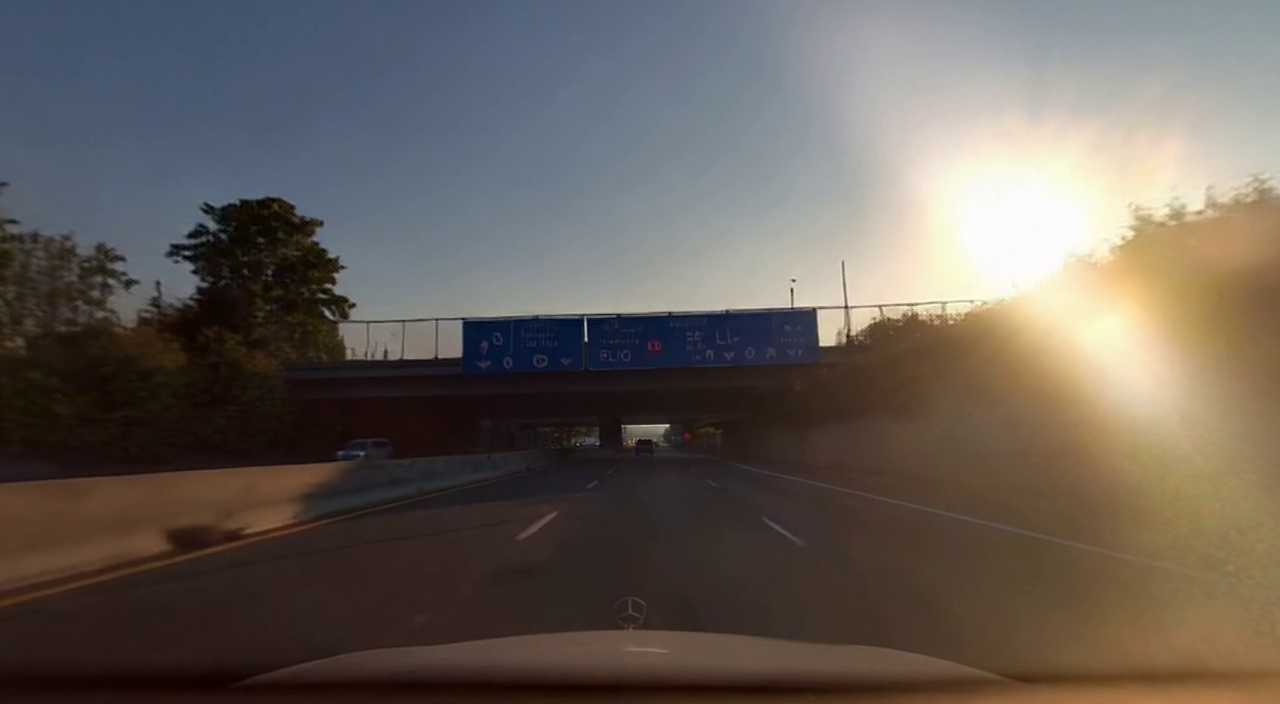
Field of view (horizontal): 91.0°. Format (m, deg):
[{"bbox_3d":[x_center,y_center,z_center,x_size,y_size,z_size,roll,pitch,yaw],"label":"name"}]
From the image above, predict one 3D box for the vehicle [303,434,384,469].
[{"bbox_3d":[-16.868,5.695,36.103,2.096,1.844,4.770,0,-8,3],"label":"vehicle"}]
